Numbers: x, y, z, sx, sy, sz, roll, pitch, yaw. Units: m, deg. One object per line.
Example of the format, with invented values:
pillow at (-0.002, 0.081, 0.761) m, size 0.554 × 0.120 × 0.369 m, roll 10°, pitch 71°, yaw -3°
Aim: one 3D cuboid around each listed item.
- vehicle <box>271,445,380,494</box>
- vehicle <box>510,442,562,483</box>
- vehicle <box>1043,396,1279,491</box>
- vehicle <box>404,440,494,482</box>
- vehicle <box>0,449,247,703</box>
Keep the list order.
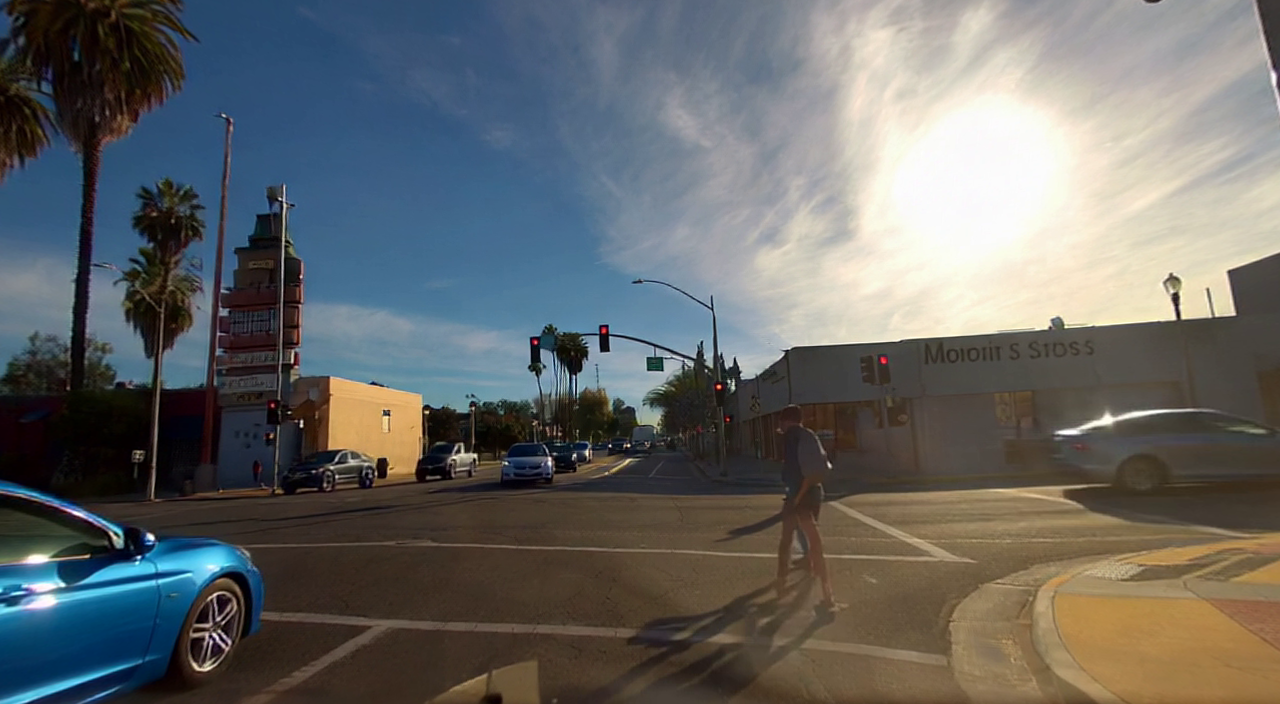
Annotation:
vehicle at (-13.002, 4.876, 26.477) m, size 1.870 × 1.705 × 4.426 m, roll -6°, pitch -10°, yaw 8°
vehicle at (-4.204, 4.325, 25.099) m, size 1.839 × 1.468 × 4.549 m, roll 2°, pitch -9°, yaw -11°
vehicle at (11.239, 1.842, 12.718) m, size 4.775 × 1.709 × 2.092 m, roll -3°, pitch -9°, yaw 18°
vehicle at (-8.996, 5.291, 30.376) m, size 2.050 × 1.792 × 5.507 m, roll -1°, pitch -11°, yaw 7°
vehicle at (-3.701, 1.023, 2.249) m, size 1.850 × 1.325 × 4.295 m, roll 0°, pitch -9°, yaw 0°
